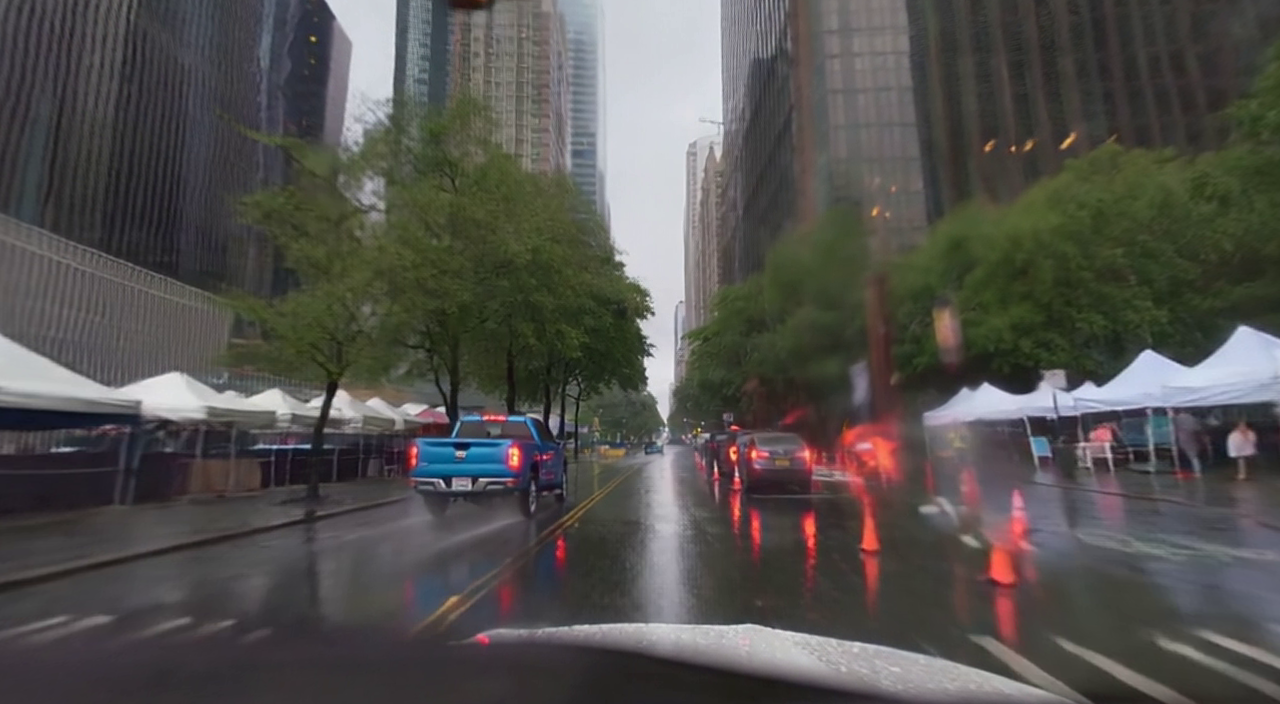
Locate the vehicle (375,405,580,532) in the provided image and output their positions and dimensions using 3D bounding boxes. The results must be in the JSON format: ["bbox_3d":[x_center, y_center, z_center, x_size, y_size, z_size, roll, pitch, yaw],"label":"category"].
[{"bbox_3d":[-2.823,2.243,12.750,2.452,1.954,5.653,-1,-8,2],"label":"vehicle"}]

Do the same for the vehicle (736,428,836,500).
[{"bbox_3d":[3.643,2.879,16.535,2.023,1.607,4.225,-1,-8,6],"label":"vehicle"}]
